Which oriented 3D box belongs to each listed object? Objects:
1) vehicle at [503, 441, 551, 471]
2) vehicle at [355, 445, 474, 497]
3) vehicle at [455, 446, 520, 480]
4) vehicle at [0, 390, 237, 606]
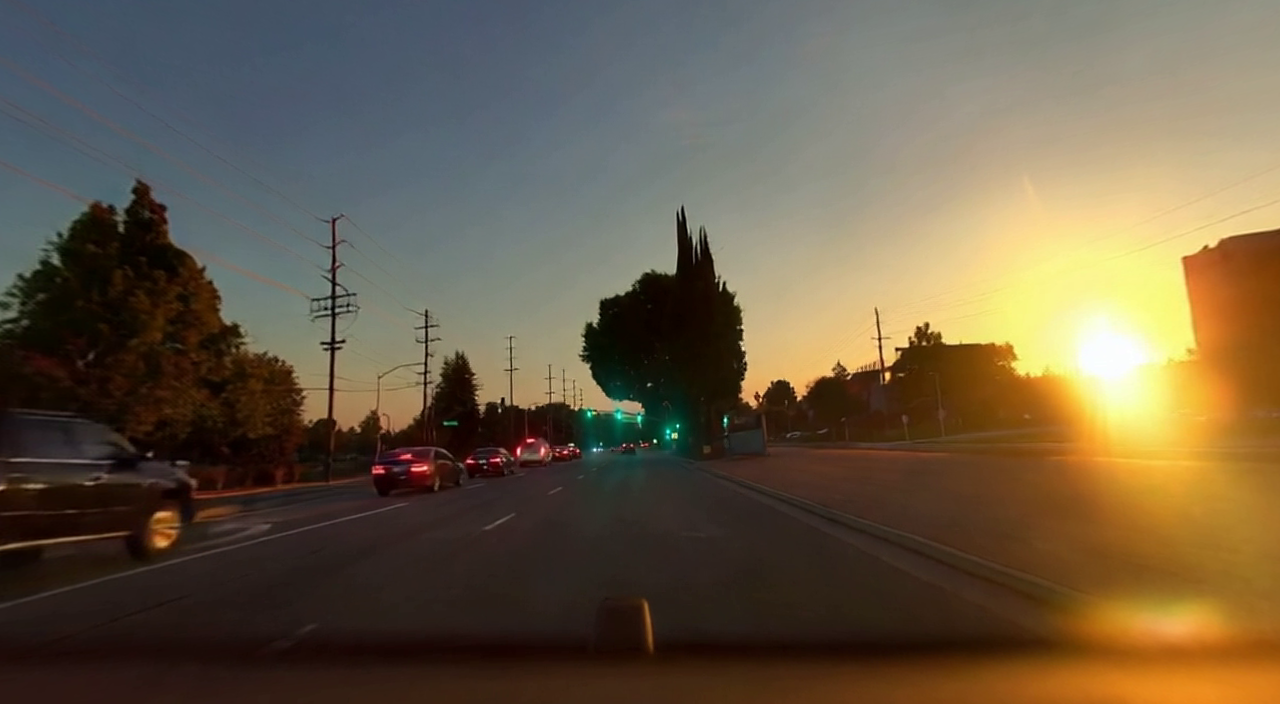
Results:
[{"bbox_3d":[-7.066,6.553,40.059,2.101,1.768,5.040,0,-9,0],"label":"vehicle"},{"bbox_3d":[-7.102,3.784,20.551,2.030,1.482,4.818,0,-9,1],"label":"vehicle"},{"bbox_3d":[-7.096,5.182,29.876,2.008,1.456,4.409,0,-9,0],"label":"vehicle"},{"bbox_3d":[-6.783,1.407,6.378,2.337,1.862,4.924,0,-9,-3],"label":"vehicle"}]
